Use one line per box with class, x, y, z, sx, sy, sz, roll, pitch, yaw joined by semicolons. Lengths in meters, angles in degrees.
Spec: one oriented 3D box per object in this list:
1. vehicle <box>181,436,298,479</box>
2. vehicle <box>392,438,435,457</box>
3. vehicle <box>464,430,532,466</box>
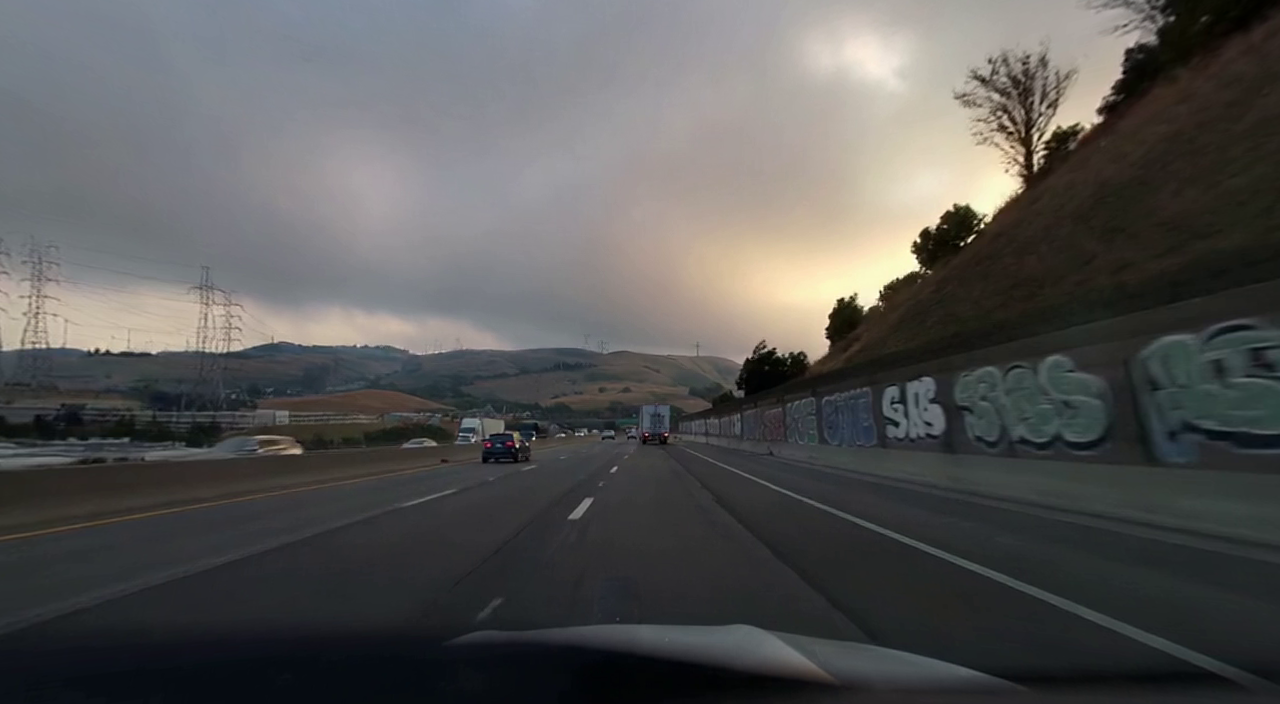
vehicle;-13.937;3.654;22.176;1.798;1.400;3.503;0;-8;0
vehicle;-17.343;7.328;48.410;1.781;1.409;3.993;0;-8;0
vehicle;-6.278;4.276;28.373;1.965;1.486;4.448;0;-8;1
